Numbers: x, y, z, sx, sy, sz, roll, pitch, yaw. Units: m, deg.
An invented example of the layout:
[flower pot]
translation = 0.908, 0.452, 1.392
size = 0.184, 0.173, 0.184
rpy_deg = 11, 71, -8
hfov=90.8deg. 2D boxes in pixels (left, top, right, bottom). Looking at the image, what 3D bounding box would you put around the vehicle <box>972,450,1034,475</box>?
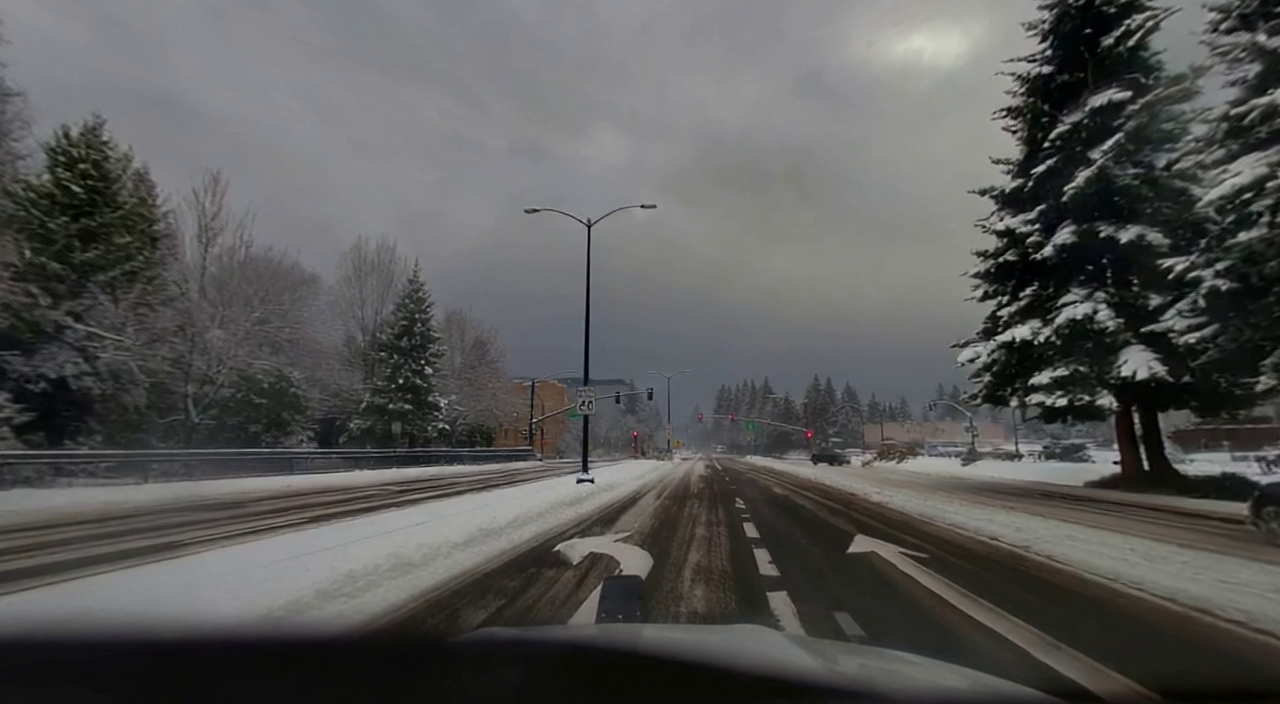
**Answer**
[vehicle]
translation = 23.708, 7.202, 41.475
size = 1.896, 1.524, 4.562
rpy_deg = -1, -9, 8
